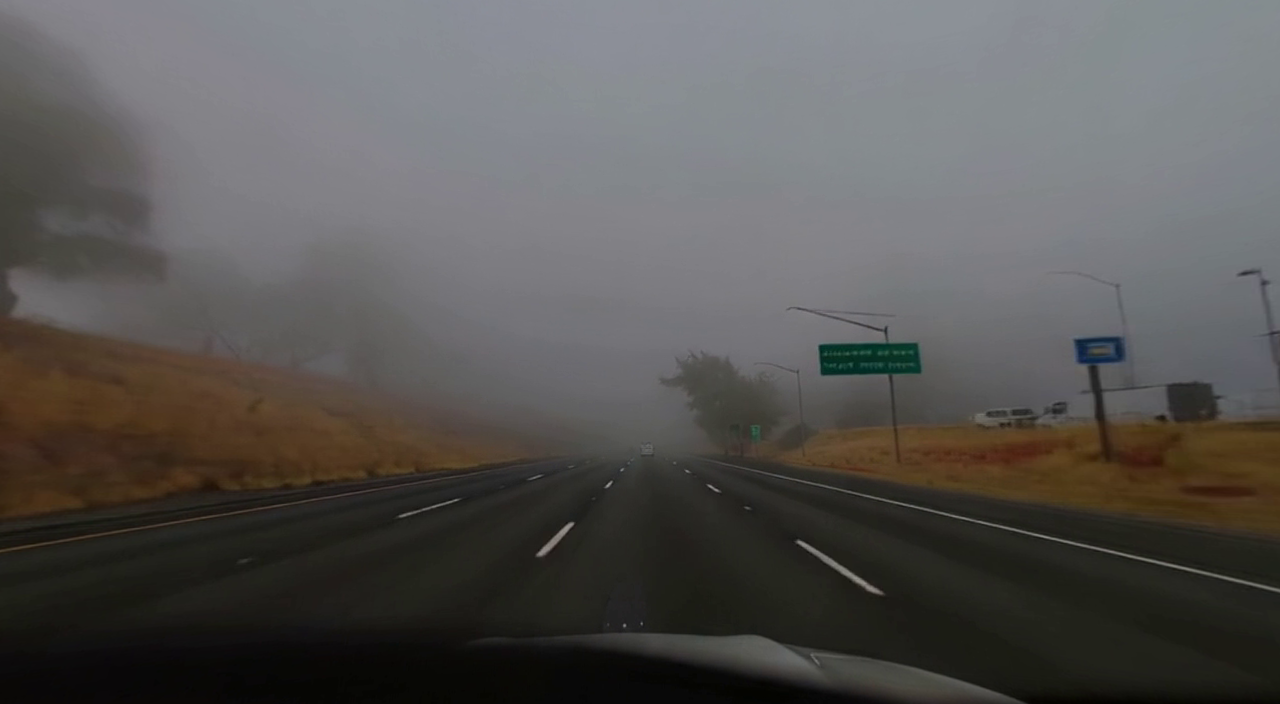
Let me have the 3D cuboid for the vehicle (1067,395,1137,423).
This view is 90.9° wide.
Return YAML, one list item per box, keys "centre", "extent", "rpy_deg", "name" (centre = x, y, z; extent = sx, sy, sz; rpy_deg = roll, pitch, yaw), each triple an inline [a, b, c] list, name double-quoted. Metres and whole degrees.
- centre: [29.554, 3.667, 40.315]
  extent: [4.316, 1.597, 1.869]
  rpy_deg: [5, -10, -30]
  name: "vehicle"

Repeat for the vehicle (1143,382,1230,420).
- centre: [29.480, 2.701, 33.958]
  extent: [4.910, 1.740, 2.006]
  rpy_deg: [5, -10, -32]
  name: "vehicle"

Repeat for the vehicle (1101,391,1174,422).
- centre: [29.334, 3.251, 37.170]
  extent: [4.190, 1.643, 1.885]
  rpy_deg: [5, -10, -31]
  name: "vehicle"
